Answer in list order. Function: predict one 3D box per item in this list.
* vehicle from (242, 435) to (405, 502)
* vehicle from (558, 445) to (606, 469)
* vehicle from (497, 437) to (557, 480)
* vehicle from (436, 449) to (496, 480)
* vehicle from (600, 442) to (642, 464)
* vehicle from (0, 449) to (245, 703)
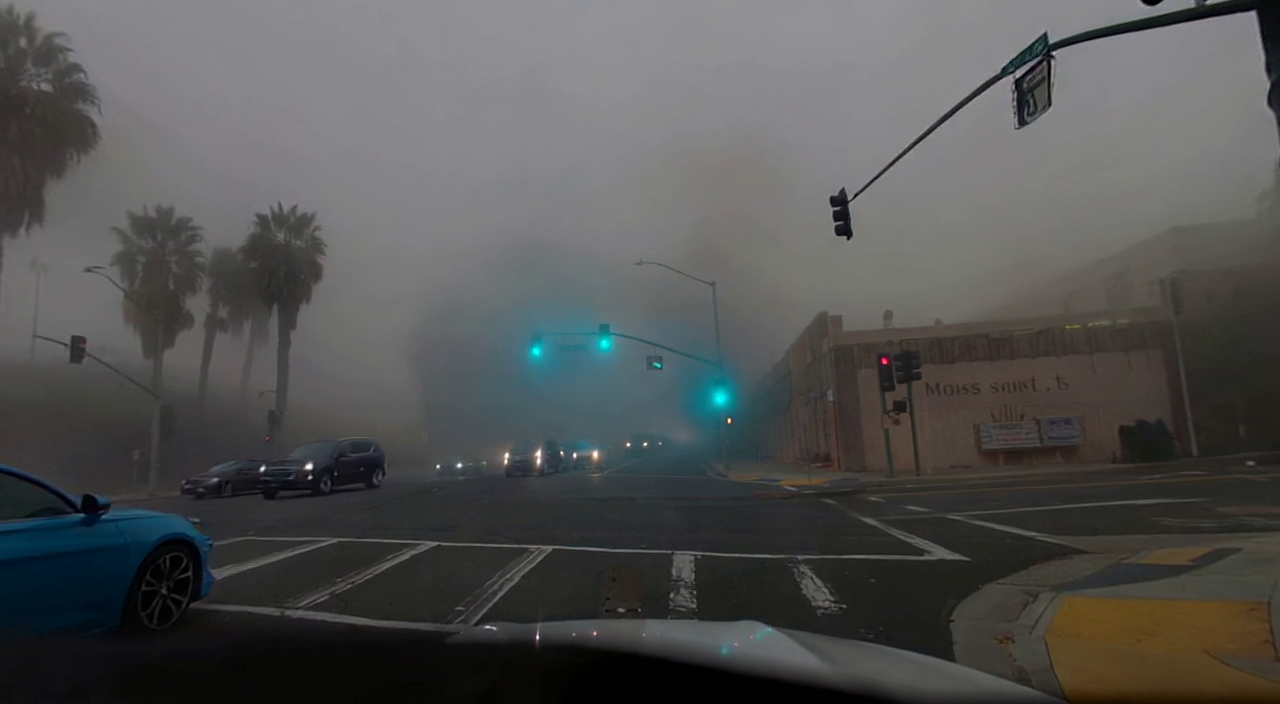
[{"bbox_3d":[-9.745,3.632,20.150,2.152,1.825,5.406,-1,-9,3],"label":"vehicle"},{"bbox_3d":[-3.759,6.925,41.935,1.839,1.468,4.549,-2,-9,13],"label":"vehicle"},{"bbox_3d":[-4.873,4.678,27.916,2.092,1.709,4.775,0,-9,-4],"label":"vehicle"},{"bbox_3d":[-11.170,7.223,40.913,1.870,1.705,4.426,-7,-10,11],"label":"vehicle"},{"bbox_3d":[-1.431,7.919,49.524,2.072,1.613,4.386,-3,-9,15],"label":"vehicle"},{"bbox_3d":[-3.712,1.020,2.245,1.850,1.325,4.295,0,-9,0],"label":"vehicle"}]
